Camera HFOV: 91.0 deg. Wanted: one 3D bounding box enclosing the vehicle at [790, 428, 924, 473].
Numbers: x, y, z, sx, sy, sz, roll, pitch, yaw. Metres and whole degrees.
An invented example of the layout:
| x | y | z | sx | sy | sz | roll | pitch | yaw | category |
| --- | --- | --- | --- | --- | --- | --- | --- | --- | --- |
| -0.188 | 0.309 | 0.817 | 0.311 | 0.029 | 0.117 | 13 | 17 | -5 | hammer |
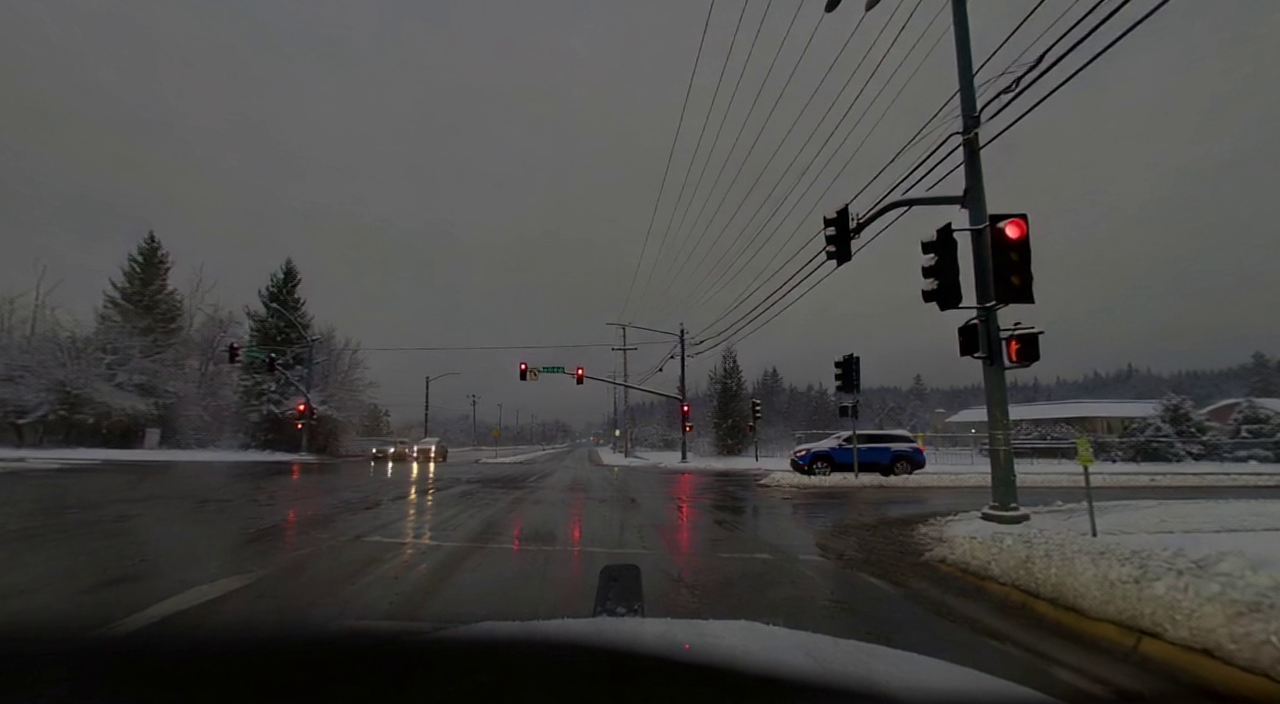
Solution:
| x | y | z | sx | sy | sz | roll | pitch | yaw | category |
| --- | --- | --- | --- | --- | --- | --- | --- | --- | --- |
| 8.705 | 4.020 | 25.724 | 4.884 | 1.714 | 2.021 | -2 | -9 | 12 | vehicle |
